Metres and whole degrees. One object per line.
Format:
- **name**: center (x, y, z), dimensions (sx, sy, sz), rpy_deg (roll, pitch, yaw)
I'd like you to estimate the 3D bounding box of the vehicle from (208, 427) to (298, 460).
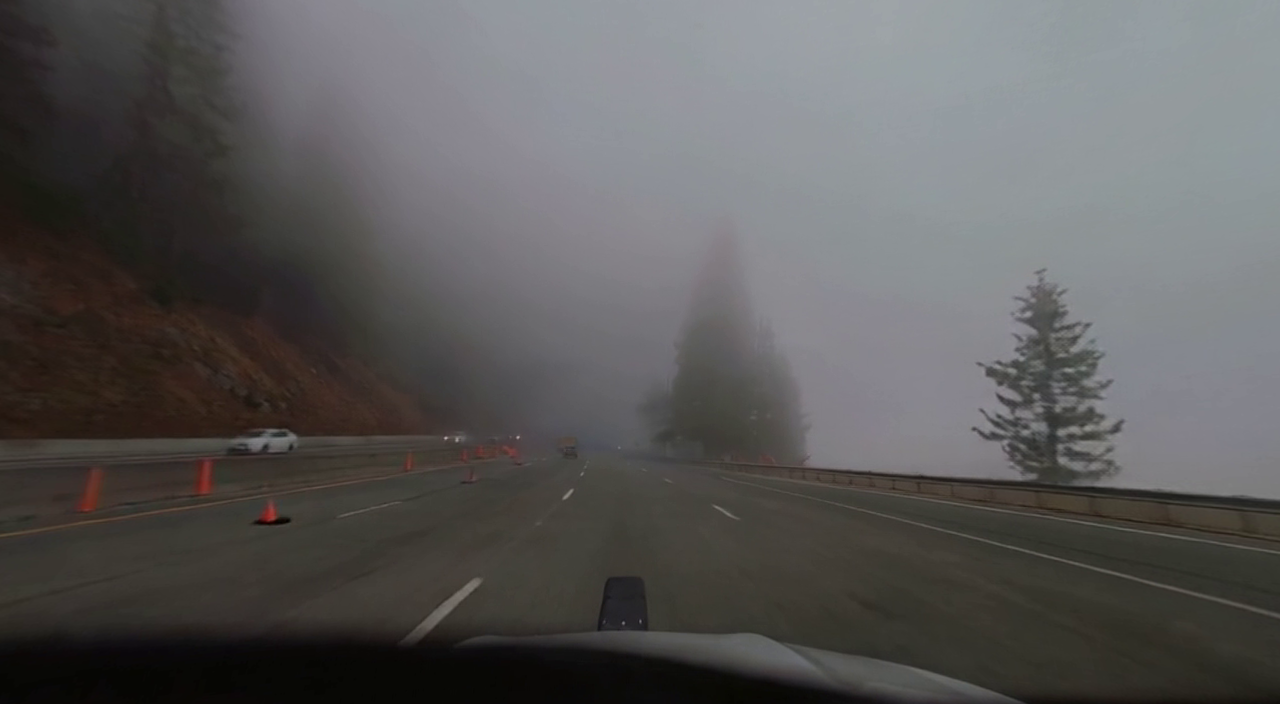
- **vehicle**: center (-19.570, 4.690, 32.149), dimensions (1.885, 1.562, 4.312), rpy_deg (1, -9, -1)
